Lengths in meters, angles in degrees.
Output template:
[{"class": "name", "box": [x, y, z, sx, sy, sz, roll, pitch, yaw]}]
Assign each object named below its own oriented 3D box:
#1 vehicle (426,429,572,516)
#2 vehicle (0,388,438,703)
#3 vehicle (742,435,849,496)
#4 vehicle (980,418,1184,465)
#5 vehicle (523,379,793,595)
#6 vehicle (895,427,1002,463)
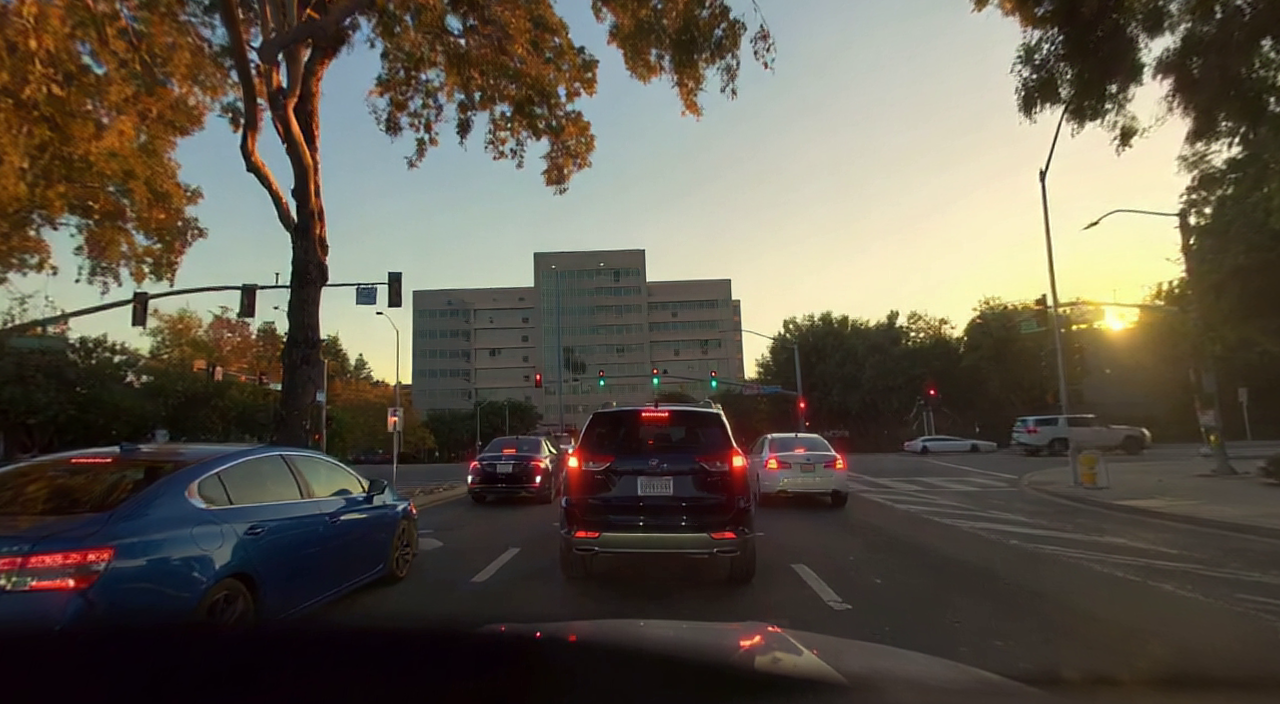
[{"class": "vehicle", "box": [-2.681, 2.394, 13.073, 1.851, 1.502, 4.042, 0, -8, 4]}, {"class": "vehicle", "box": [-3.217, 1.194, 4.393, 1.958, 1.494, 4.624, 0, -8, 2]}, {"class": "vehicle", "box": [4.102, 3.059, 17.348, 1.979, 1.453, 4.011, 0, -8, 1]}, {"class": "vehicle", "box": [19.633, 4.005, 28.420, 6.879, 1.984, 2.808, -1, -7, 8]}, {"class": "vehicle", "box": [0.205, 1.466, 7.644, 2.300, 1.832, 4.331, 0, -8, 1]}, {"class": "vehicle", "box": [14.284, 4.361, 29.444, 4.026, 1.573, 2.271, -2, -9, 14]}]
